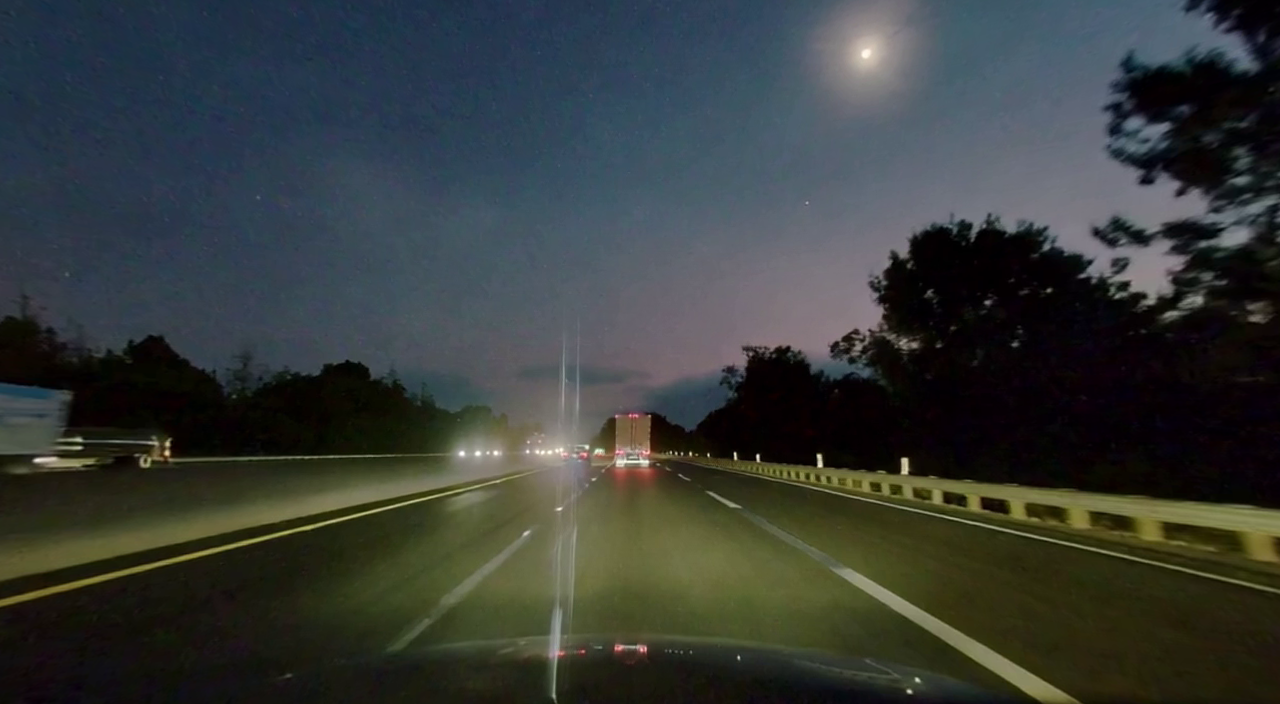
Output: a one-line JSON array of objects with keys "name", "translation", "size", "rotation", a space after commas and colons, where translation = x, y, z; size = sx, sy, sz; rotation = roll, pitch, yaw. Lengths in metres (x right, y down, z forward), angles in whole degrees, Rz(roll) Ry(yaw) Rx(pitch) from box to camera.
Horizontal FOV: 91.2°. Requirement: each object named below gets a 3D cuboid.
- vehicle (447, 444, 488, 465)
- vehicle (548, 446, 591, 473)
[{"name": "vehicle", "translation": [-13.300, 7.941, 48.486], "size": [1.966, 1.518, 4.276], "rotation": [0, -9, 0]}, {"name": "vehicle", "translation": [-4.118, 6.362, 37.270], "size": [2.057, 1.519, 4.372], "rotation": [0, -9, 0]}]
